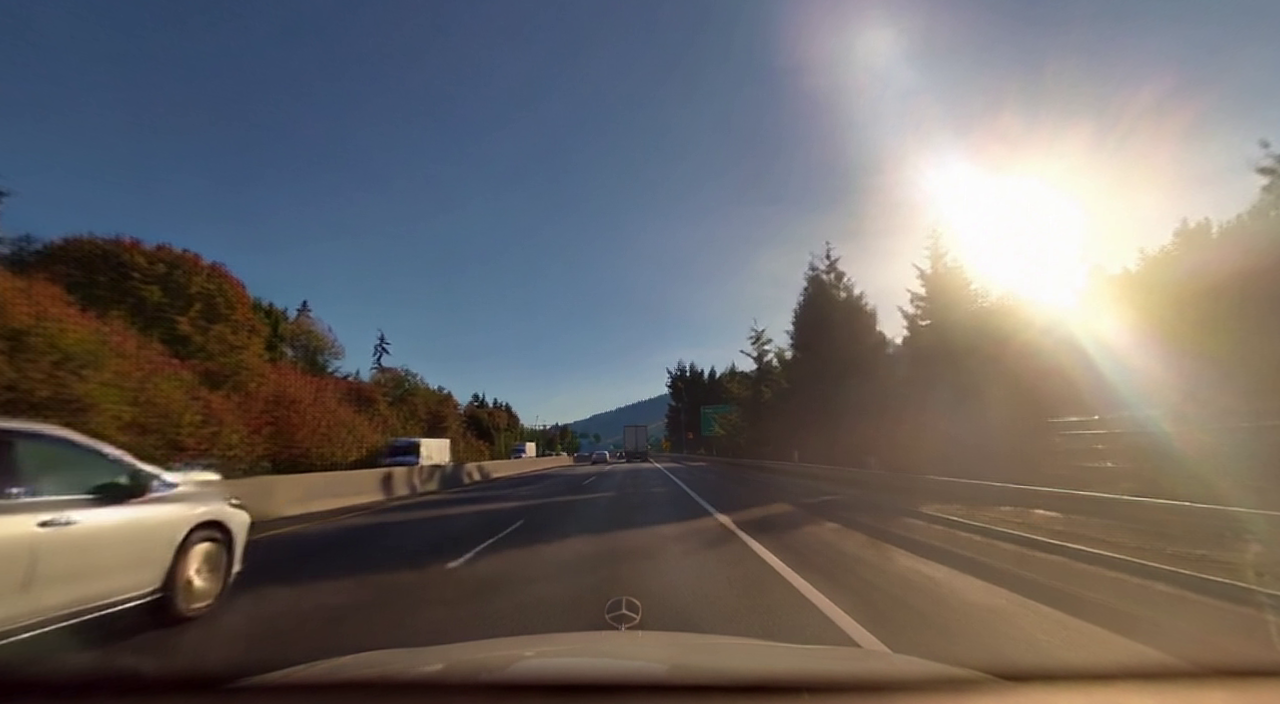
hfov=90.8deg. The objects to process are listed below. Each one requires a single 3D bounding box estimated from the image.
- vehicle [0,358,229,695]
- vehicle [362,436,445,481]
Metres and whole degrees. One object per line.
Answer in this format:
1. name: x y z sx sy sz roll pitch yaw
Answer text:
1. vehicle: -4.596 0.888 2.999 2.079 1.845 4.654 0 -9 0
2. vehicle: -12.928 5.860 34.978 2.243 2.273 5.891 0 -9 1
